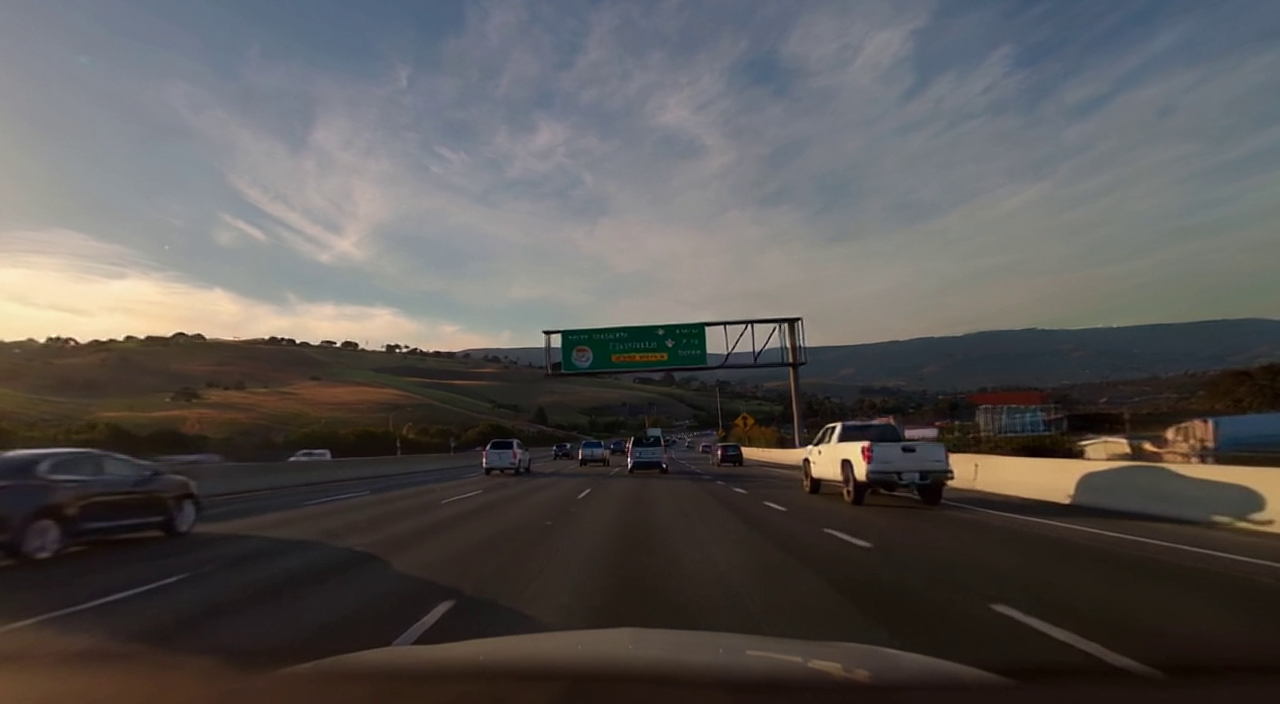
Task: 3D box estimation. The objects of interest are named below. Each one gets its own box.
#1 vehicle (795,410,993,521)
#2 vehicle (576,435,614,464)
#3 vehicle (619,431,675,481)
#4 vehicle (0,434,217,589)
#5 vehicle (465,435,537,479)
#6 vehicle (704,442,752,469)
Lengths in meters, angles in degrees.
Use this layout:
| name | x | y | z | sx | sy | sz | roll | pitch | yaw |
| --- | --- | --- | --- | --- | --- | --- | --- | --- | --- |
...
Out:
| name | x | y | z | sx | sy | sz | roll | pitch | yaw |
| --- | --- | --- | --- | --- | --- | --- | --- | --- | --- |
| vehicle | 4.925 | 2.283 | 13.154 | 2.029 | 1.859 | 4.669 | 0 | -8 | -2 |
| vehicle | -3.319 | 7.373 | 47.691 | 2.316 | 1.999 | 5.765 | 0 | -8 | 1 |
| vehicle | 0.250 | 4.124 | 25.263 | 2.052 | 1.808 | 3.898 | 0 | -8 | 0 |
| vehicle | -7.166 | 1.648 | 6.749 | 1.916 | 1.482 | 4.908 | 0 | -8 | -1 |
| vehicle | -6.218 | 4.747 | 28.834 | 2.160 | 1.799 | 5.001 | 0 | -8 | 0 |
| vehicle | 4.921 | 5.857 | 35.922 | 1.998 | 1.456 | 4.338 | 0 | -8 | -2 |
